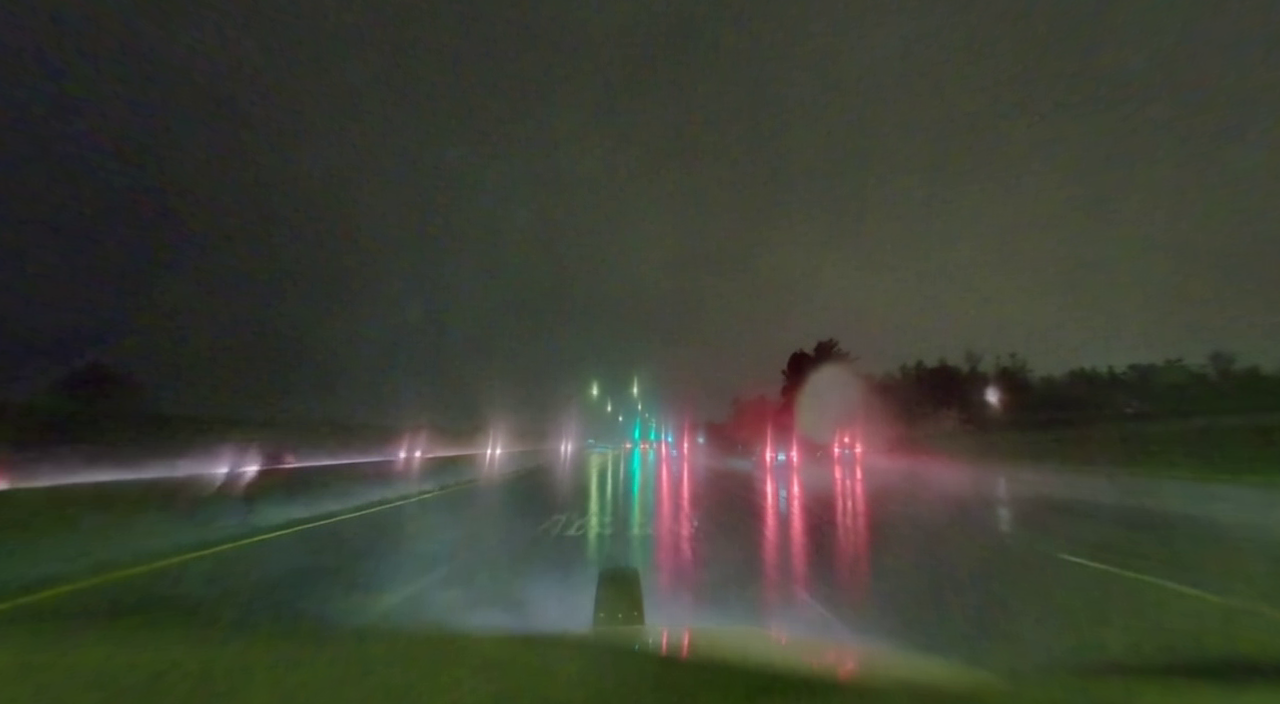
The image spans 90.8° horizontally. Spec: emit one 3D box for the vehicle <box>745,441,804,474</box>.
[{"bbox_3d":[6.686,5.293,31.822,2.038,1.528,3.910,0,-9,-1],"label":"vehicle"}]

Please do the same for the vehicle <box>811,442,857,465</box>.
[{"bbox_3d":[14.545,7.623,47.651,2.025,1.595,4.268,0,-8,-1],"label":"vehicle"}]

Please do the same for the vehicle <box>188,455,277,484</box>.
[{"bbox_3d":[-21.648,6.244,33.784,1.940,1.415,4.270,0,-9,-1],"label":"vehicle"}]
